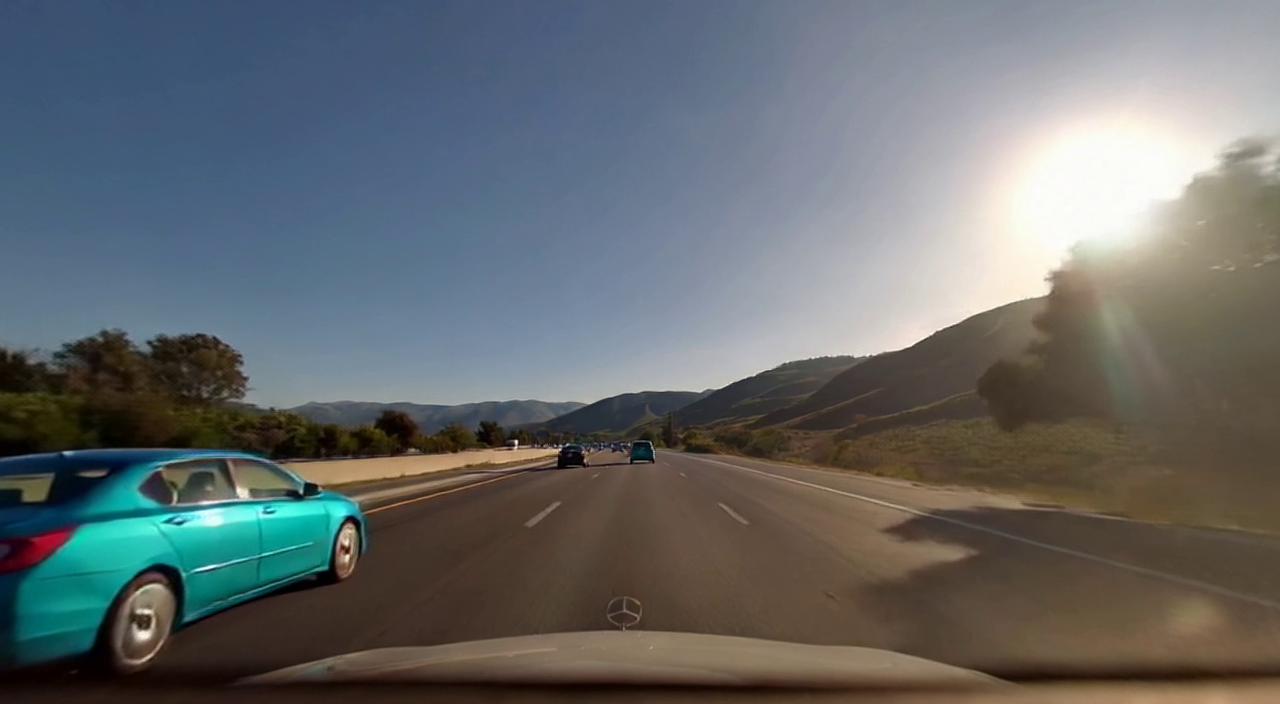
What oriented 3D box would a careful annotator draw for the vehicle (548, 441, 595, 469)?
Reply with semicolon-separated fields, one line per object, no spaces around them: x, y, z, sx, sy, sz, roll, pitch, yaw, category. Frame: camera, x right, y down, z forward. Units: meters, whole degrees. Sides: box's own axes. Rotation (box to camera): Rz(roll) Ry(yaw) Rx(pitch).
-3.779;5.760;35.313;2.082;1.485;4.237;0;-8;1;vehicle

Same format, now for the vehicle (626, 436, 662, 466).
0.240;6.512;41.626;2.272;1.836;4.866;0;-8;0;vehicle
